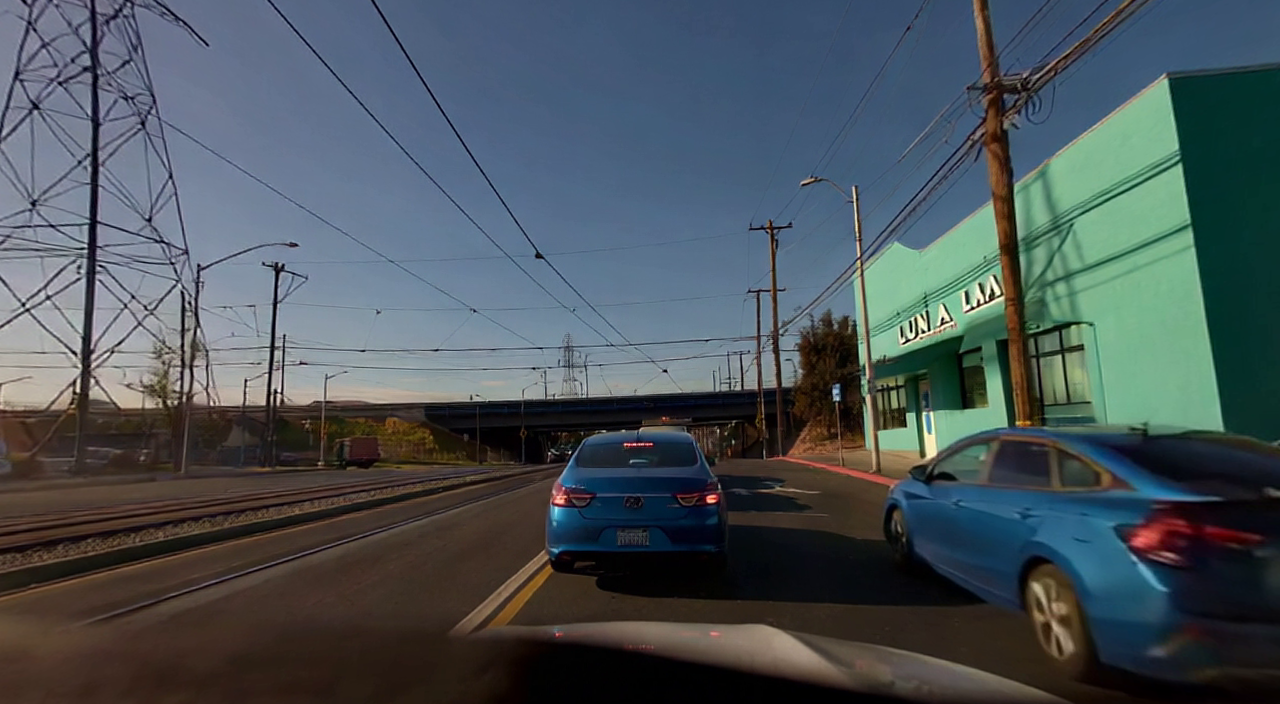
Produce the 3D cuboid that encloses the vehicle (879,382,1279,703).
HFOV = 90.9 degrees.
[{"bbox_3d":[3.203,1.147,4.122,1.948,1.490,4.405,-1,-9,6],"label":"vehicle"}]

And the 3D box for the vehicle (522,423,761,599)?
[{"bbox_3d":[0.096,1.702,7.608,2.090,1.518,4.033,-1,-9,3],"label":"vehicle"}]

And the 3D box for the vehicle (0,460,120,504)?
[{"bbox_3d":[-21.931,4.677,22.838,4.566,1.453,1.935,-1,-9,5],"label":"vehicle"}]
